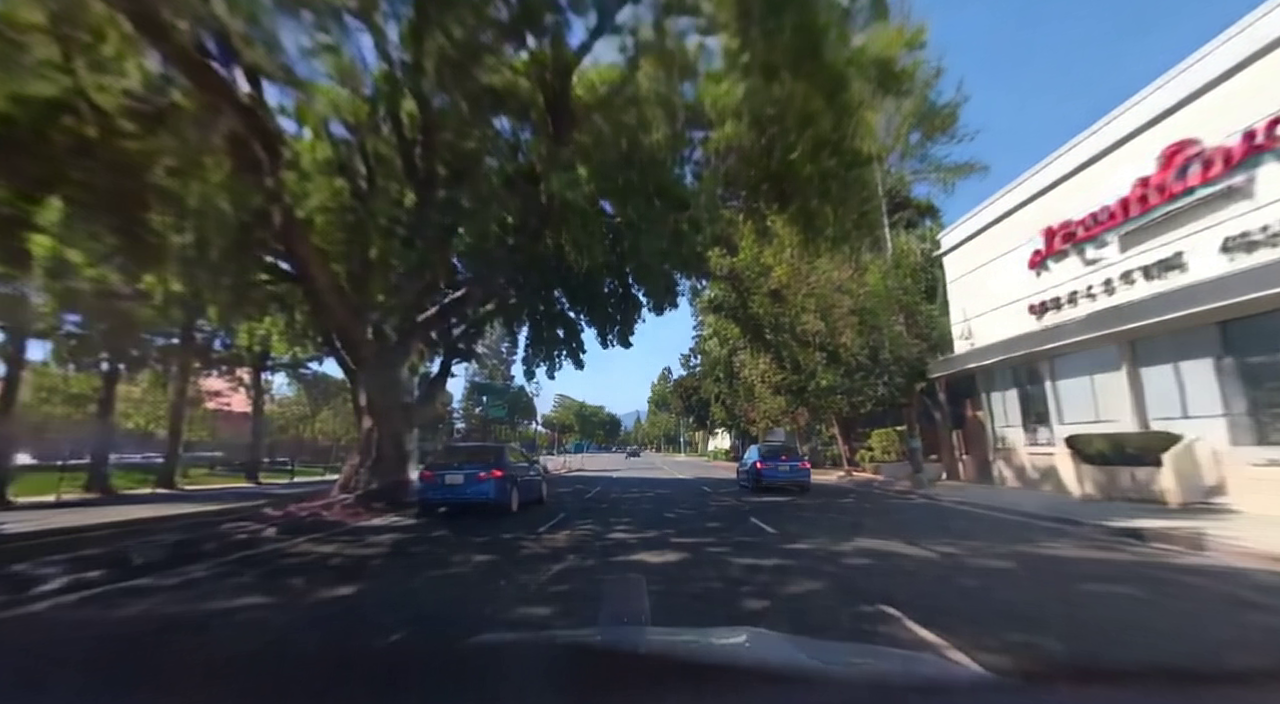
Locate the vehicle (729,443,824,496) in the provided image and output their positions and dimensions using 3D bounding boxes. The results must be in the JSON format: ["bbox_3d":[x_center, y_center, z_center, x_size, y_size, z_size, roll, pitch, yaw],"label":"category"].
[{"bbox_3d":[4.180,3.659,20.063,1.977,1.474,4.399,0,-8,-1],"label":"vehicle"}]

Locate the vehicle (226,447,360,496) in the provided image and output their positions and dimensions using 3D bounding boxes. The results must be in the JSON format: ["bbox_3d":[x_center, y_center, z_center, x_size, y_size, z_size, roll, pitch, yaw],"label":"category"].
[{"bbox_3d":[-12.343,4.239,22.891,2.099,1.542,4.752,0,-8,1],"label":"vehicle"}]

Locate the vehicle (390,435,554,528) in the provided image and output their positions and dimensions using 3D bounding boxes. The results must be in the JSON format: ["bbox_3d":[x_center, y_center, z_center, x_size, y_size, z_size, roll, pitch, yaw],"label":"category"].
[{"bbox_3d":[-3.057,2.448,12.537,2.001,1.504,4.212,-1,-8,2],"label":"vehicle"}]
